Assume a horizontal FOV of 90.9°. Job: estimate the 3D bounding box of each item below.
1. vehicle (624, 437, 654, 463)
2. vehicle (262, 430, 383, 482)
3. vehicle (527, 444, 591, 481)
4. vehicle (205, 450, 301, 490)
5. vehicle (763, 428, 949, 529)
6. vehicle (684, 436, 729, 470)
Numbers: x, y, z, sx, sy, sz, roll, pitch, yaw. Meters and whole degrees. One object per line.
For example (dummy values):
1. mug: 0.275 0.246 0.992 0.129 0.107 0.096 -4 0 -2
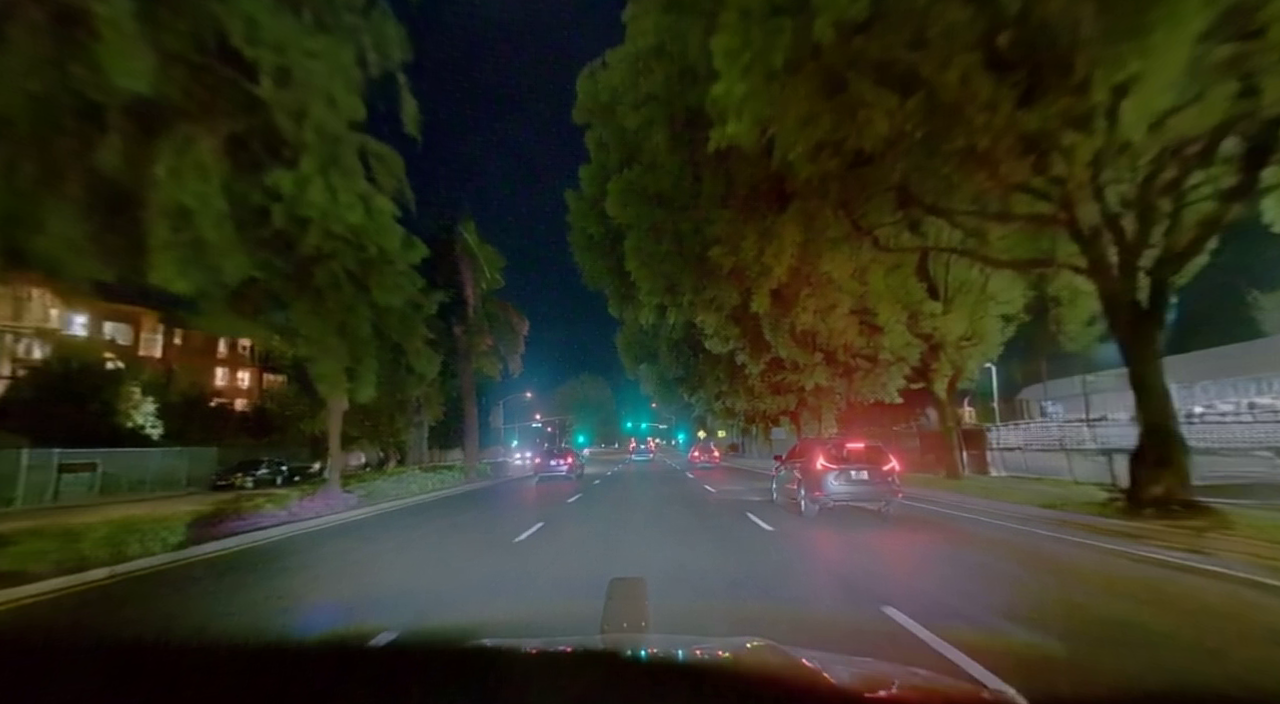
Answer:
1. vehicle: -0.094 7.529 48.725 2.247 1.882 4.603 0 -8 -1
2. vehicle: -22.355 7.385 45.492 2.816 3.267 11.356 0 -8 0
3. vehicle: -3.102 4.311 24.925 2.013 1.354 3.908 0 -8 0
4. vehicle: -22.263 6.765 36.612 2.159 1.908 5.564 -2 -8 -1
5. vehicle: 3.683 2.227 11.675 1.919 1.502 4.232 0 -8 0
6. vehicle: 3.598 5.543 34.832 1.980 1.709 4.367 0 -8 -1
